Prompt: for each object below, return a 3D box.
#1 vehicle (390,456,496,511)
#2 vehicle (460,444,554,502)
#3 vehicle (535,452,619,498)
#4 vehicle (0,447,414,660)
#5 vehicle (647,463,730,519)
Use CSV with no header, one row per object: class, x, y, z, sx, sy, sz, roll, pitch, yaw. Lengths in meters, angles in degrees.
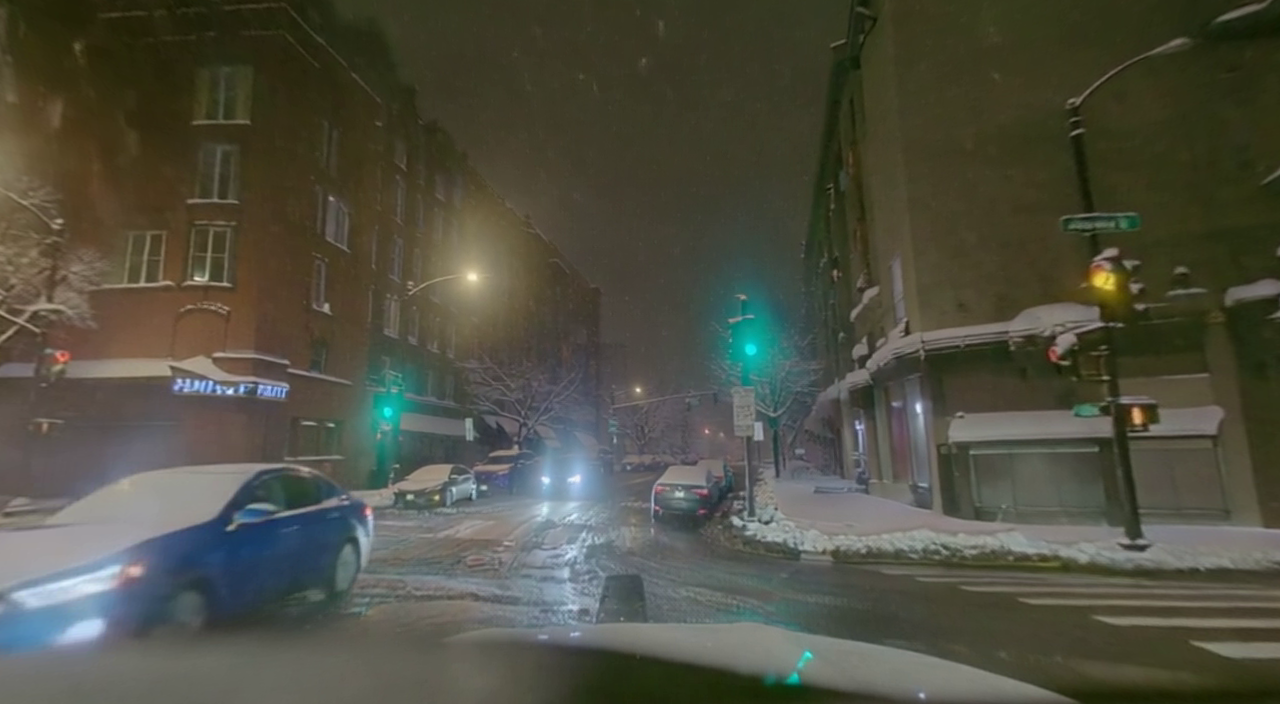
vehicle,-7.565,5.063,24.709,1.933,1.461,4.393,-7,-6,12
vehicle,-6.166,5.641,30.055,2.120,2.078,5.403,-6,-7,13
vehicle,-2.587,5.261,27.495,2.181,1.723,4.692,-2,-9,14
vehicle,-4.362,1.790,6.828,2.119,1.485,4.472,-1,-8,1
vehicle,1.703,4.433,20.667,1.892,1.481,4.365,-3,-9,15
